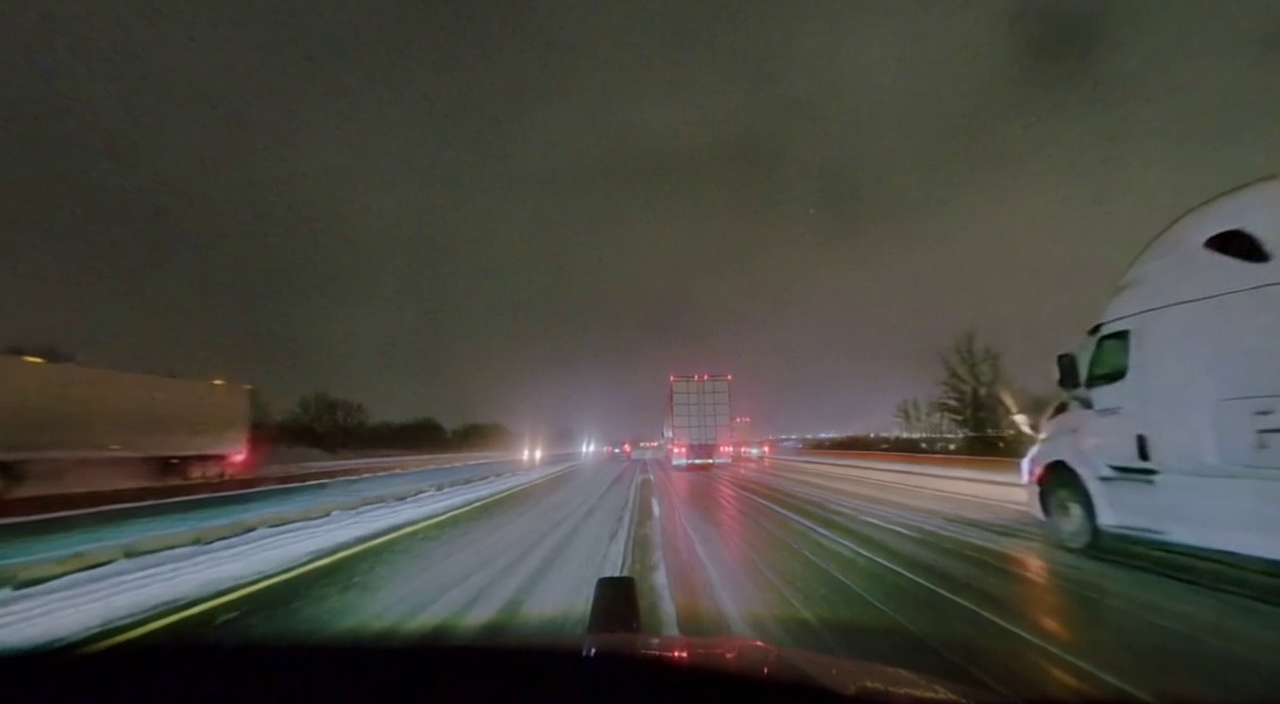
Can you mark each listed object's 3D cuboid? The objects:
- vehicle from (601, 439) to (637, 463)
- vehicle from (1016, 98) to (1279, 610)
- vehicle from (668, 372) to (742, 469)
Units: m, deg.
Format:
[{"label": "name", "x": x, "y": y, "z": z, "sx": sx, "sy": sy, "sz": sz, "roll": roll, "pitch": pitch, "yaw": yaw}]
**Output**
[{"label": "vehicle", "x": -1.416, "y": 6.914, "z": 44.335, "sx": 2.208, "sy": 1.542, "sz": 5.138, "roll": 0, "pitch": -8, "yaw": 2}, {"label": "vehicle", "x": 6.440, "y": -0.239, "z": 3.035, "sx": 2.946, "sy": 3.946, "sz": 10.224, "roll": 0, "pitch": -8, "yaw": 0}, {"label": "vehicle", "x": 3.021, "y": 3.798, "z": 33.395, "sx": 2.966, "sy": 4.072, "sz": 13.408, "roll": 0, "pitch": -8, "yaw": 2}]
